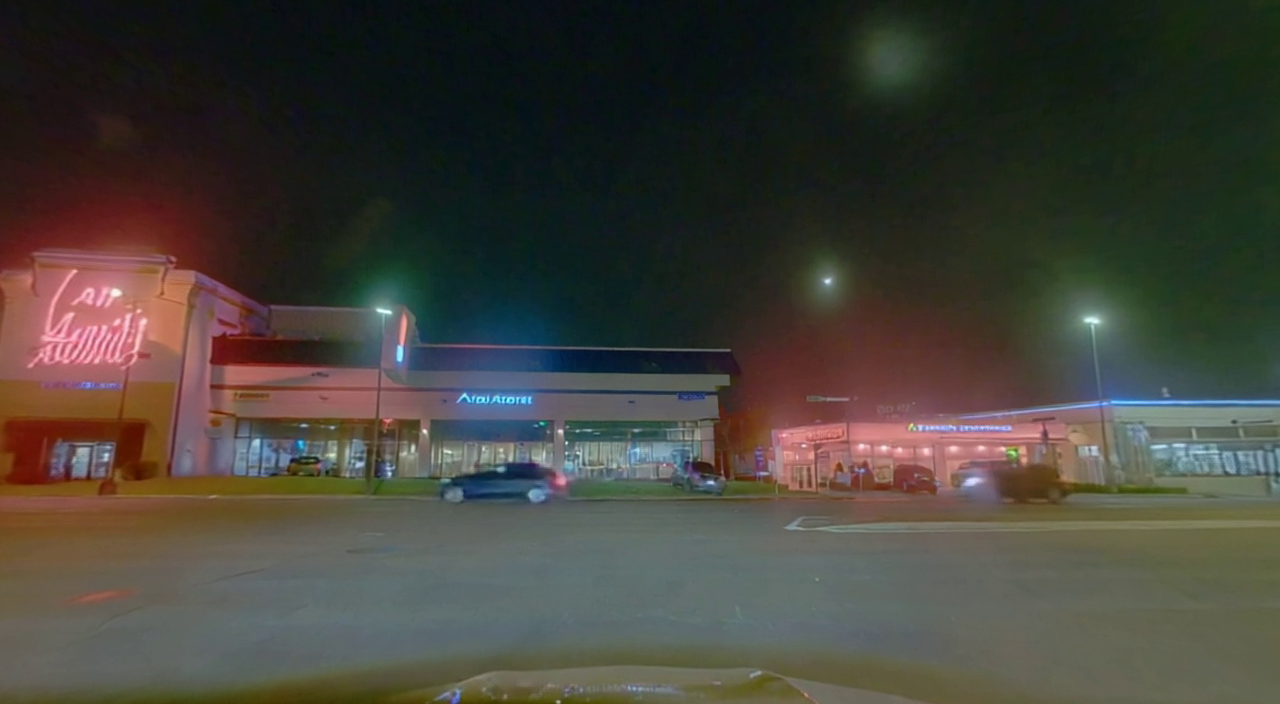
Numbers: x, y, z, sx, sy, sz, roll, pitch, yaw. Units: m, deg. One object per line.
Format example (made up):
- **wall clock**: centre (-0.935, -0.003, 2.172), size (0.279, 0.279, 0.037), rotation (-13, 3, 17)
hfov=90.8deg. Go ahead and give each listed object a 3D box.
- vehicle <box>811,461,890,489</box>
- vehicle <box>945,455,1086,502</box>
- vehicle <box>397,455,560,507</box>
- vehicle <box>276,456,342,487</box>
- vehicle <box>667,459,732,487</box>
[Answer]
- **vehicle**: centre (12.997, 7.581, 39.230), size (1.791, 1.453, 4.593), rotation (5, -10, -29)
- **vehicle**: centre (13.784, 4.623, 23.342), size (4.073, 1.609, 1.813), rotation (1, -9, -4)
- **vehicle**: centre (-4.847, 3.945, 19.601), size (4.661, 1.478, 1.878), rotation (1, -9, -7)
- **vehicle**: centre (-20.006, 7.162, 38.089), size (4.596, 1.680, 1.936), rotation (-7, -11, 41)
- **vehicle**: centre (3.610, 7.495, 39.404), size (1.812, 1.468, 4.519), rotation (5, -10, -28)
